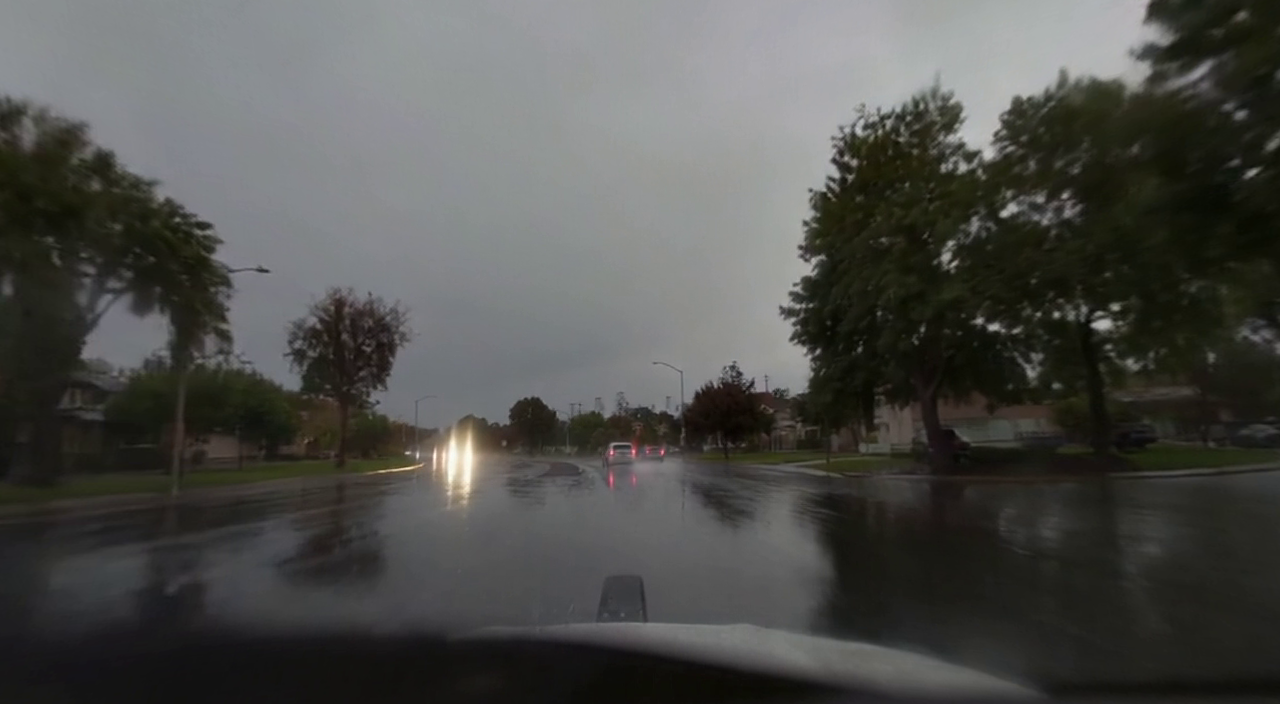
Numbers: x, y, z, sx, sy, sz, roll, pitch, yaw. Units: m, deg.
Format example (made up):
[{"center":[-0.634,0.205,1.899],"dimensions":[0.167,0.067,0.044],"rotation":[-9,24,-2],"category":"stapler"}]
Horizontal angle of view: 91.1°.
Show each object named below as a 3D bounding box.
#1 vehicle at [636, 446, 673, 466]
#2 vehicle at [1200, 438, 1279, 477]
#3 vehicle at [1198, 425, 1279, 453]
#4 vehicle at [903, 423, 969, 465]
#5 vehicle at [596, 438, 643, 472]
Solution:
[{"center":[1.106,8.142,49.385],"dimensions":[1.915,1.495,4.880],"rotation":[2,-8,-10],"category":"vehicle"},{"center":[24.743,4.122,24.541],"dimensions":[4.466,1.414,1.977],"rotation":[3,-9,-14],"category":"vehicle"},{"center":[35.659,5.007,36.043],"dimensions":[1.847,1.578,4.998],"rotation":[7,-10,-36],"category":"vehicle"},{"center":[14.958,4.653,31.761],"dimensions":[2.666,1.892,5.391],"rotation":[-3,-9,25],"category":"vehicle"},{"center":[-1.238,5.784,35.486],"dimensions":[2.165,1.783,4.391],"rotation":[2,-8,-8],"category":"vehicle"}]
